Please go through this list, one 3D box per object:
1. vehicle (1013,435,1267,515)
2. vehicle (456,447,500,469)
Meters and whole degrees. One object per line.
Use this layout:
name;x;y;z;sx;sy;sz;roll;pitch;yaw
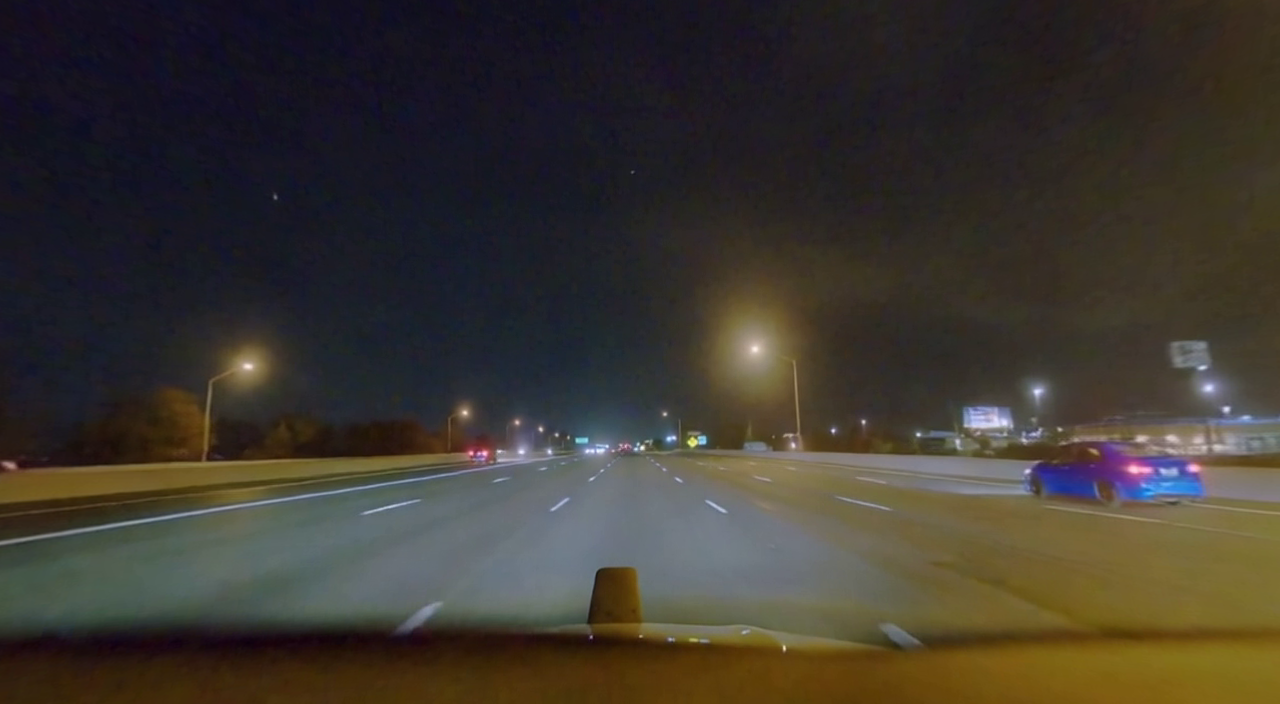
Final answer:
vehicle;10.826;2.669;14.250;1.985;1.493;4.486;0;-9;-1
vehicle;-11.489;7.542;45.064;1.921;1.452;4.429;0;-9;0
